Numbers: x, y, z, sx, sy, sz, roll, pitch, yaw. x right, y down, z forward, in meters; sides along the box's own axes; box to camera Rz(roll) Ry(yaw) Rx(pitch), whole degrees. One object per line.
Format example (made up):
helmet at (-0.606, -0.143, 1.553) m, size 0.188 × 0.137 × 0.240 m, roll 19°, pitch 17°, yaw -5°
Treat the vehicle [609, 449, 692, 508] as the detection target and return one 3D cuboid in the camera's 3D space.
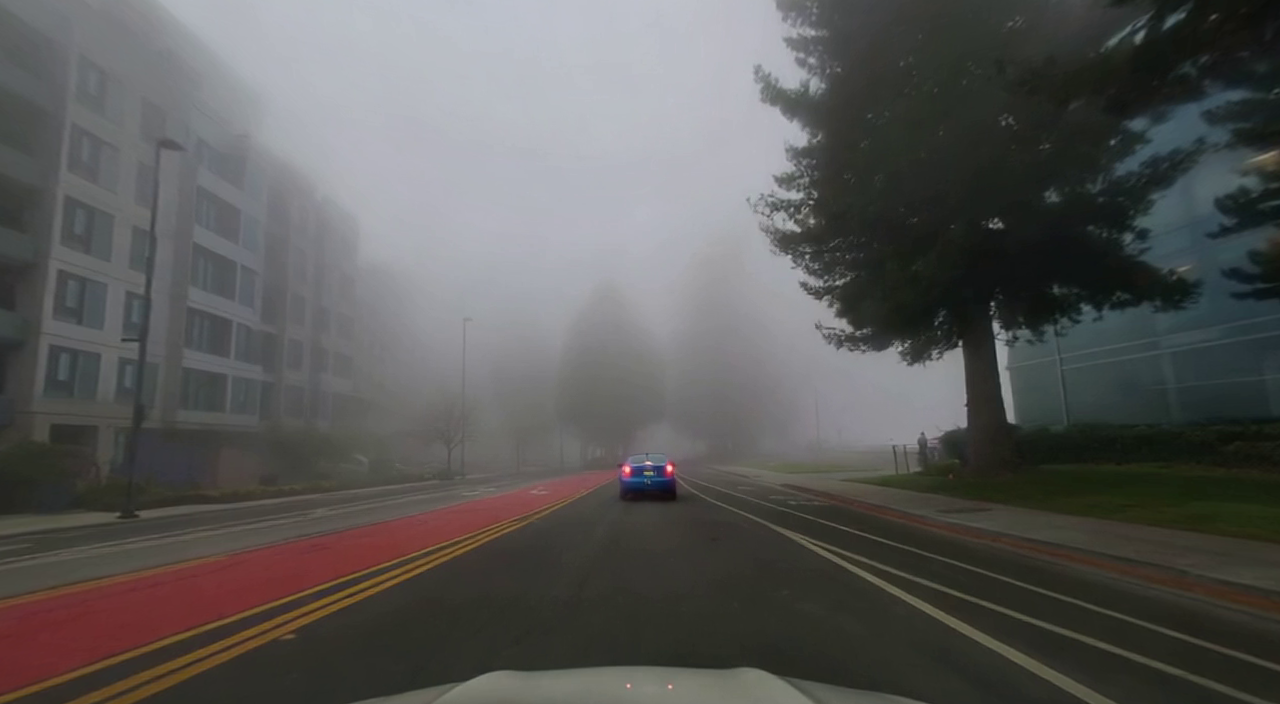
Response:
vehicle at (0.220, 3.490, 17.833) m, size 2.063 × 1.442 × 4.135 m, roll 0°, pitch -9°, yaw -1°
